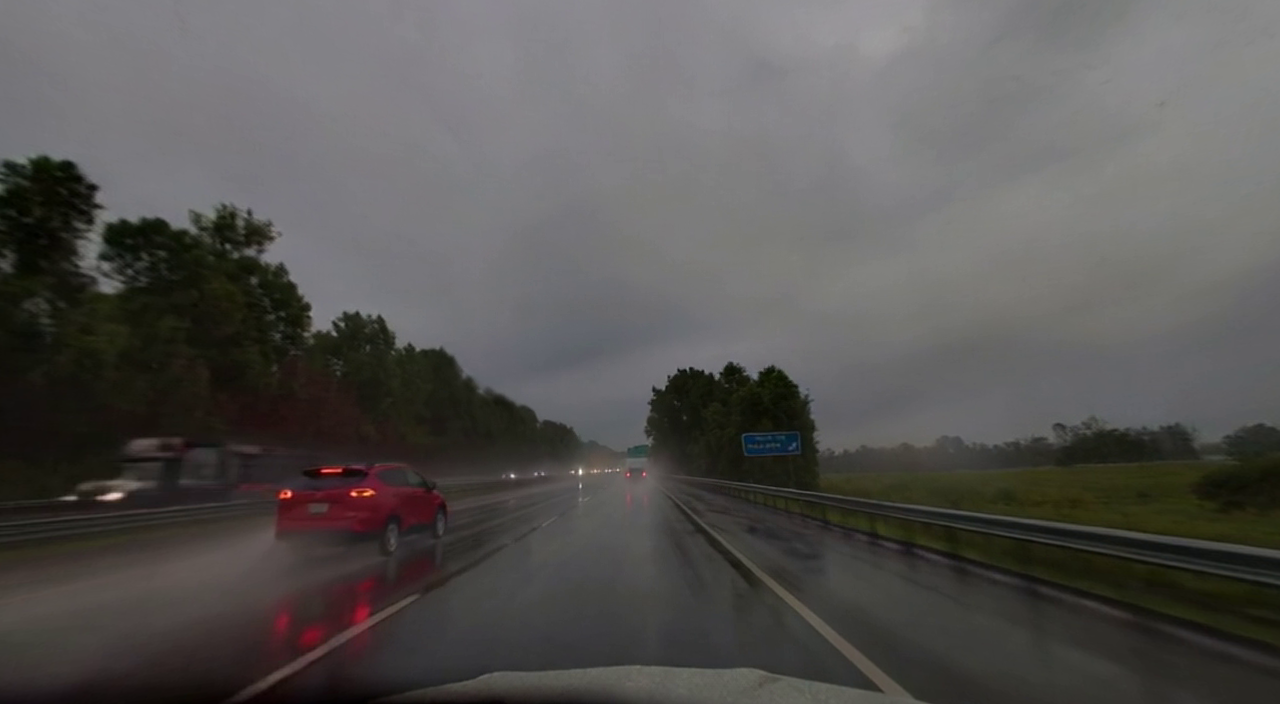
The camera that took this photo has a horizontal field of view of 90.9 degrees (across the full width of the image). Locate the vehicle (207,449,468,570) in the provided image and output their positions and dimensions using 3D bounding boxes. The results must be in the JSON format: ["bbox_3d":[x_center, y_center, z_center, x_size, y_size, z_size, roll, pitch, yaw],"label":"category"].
[{"bbox_3d":[-4.415,2.401,10.182,2.003,1.479,4.363,1,-11,0],"label":"vehicle"}]

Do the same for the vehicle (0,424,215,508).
[{"bbox_3d":[-16.742,3.662,20.212,2.216,2.293,5.474,1,-11,1],"label":"vehicle"}]
